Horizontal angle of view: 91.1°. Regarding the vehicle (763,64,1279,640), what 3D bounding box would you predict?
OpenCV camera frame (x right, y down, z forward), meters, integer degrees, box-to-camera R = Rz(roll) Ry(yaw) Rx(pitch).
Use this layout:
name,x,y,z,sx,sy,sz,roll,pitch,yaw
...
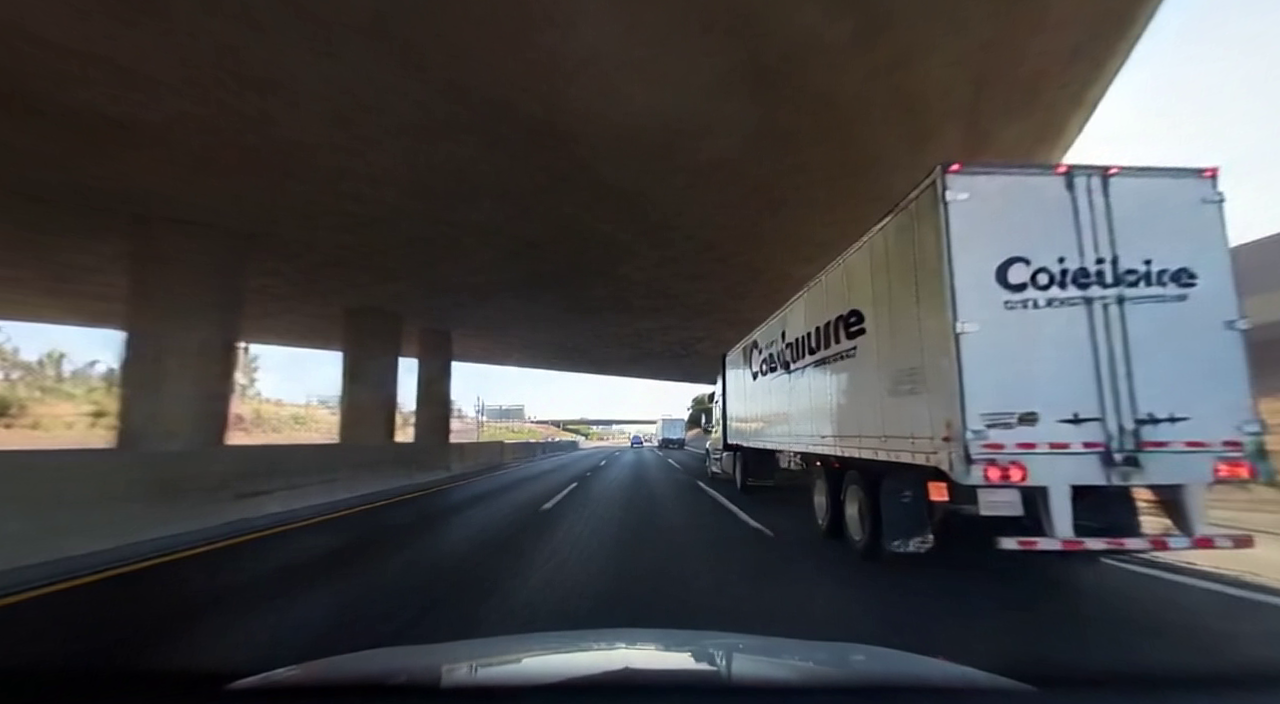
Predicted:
name,x,y,z,sx,sy,sz,roll,pitch,yaw
vehicle,4.064,0.500,8.684,2.840,3.947,8.920,0,-8,0
